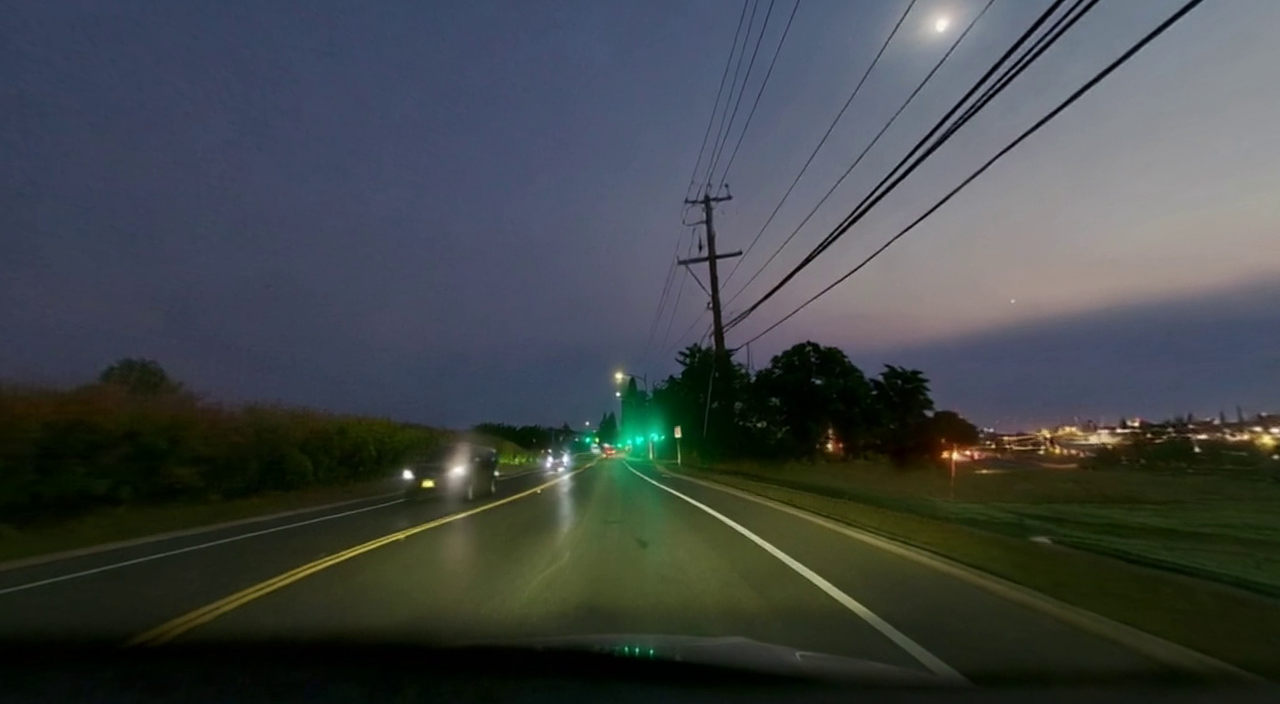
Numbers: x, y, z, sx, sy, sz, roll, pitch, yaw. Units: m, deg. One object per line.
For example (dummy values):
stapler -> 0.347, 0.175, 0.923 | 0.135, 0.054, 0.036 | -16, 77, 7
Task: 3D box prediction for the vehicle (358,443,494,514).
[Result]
vehicle -> -5.653, 3.360, 17.415 | 2.121, 1.653, 4.510 | 0, -8, 0
